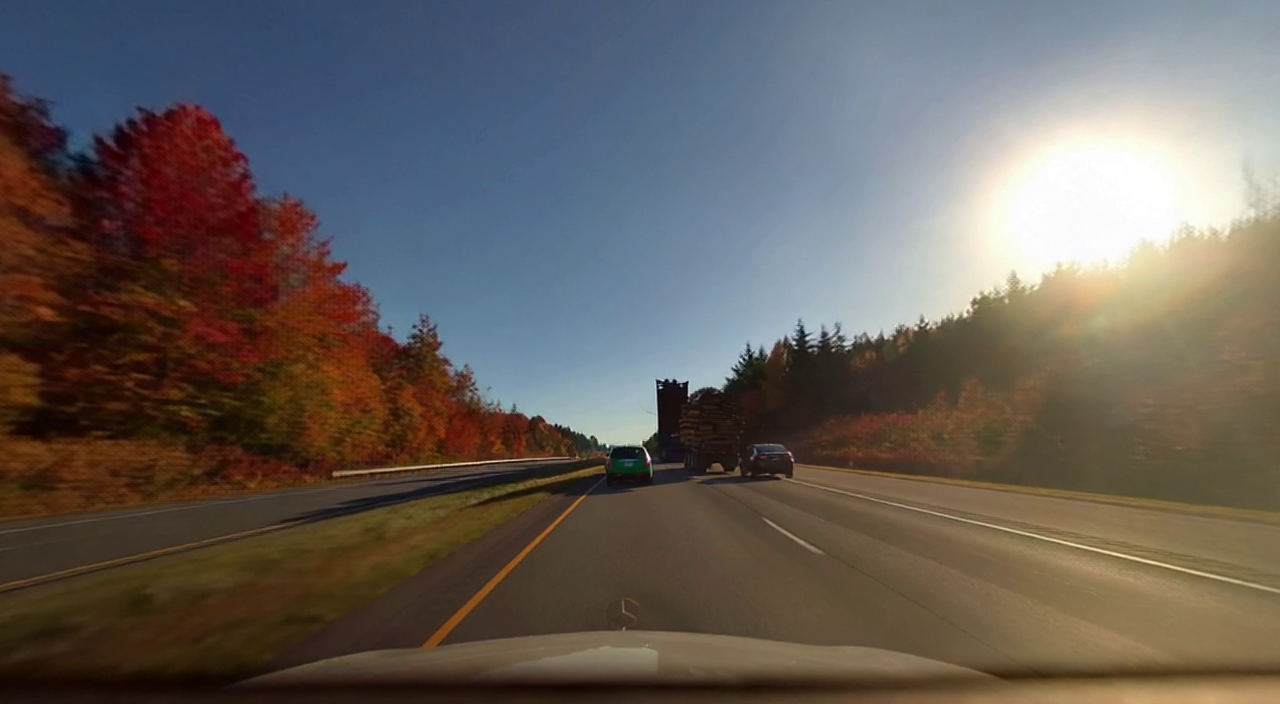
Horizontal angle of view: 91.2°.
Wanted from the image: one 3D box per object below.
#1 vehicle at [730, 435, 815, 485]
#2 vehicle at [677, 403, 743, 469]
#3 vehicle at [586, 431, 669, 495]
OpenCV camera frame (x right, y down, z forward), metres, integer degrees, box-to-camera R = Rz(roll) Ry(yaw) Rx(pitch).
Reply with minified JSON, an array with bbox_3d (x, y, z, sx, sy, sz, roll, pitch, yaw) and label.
[{"bbox_3d":[4.767,3.966,23.304,2.057,1.660,4.525,0,-9,-1],"label":"vehicle"},{"bbox_3d":[4.446,5.638,41.695,3.125,3.895,8.461,0,-9,-2],"label":"vehicle"},{"bbox_3d":[-0.360,3.351,19.199,2.263,1.699,3.936,0,-9,0],"label":"vehicle"}]
